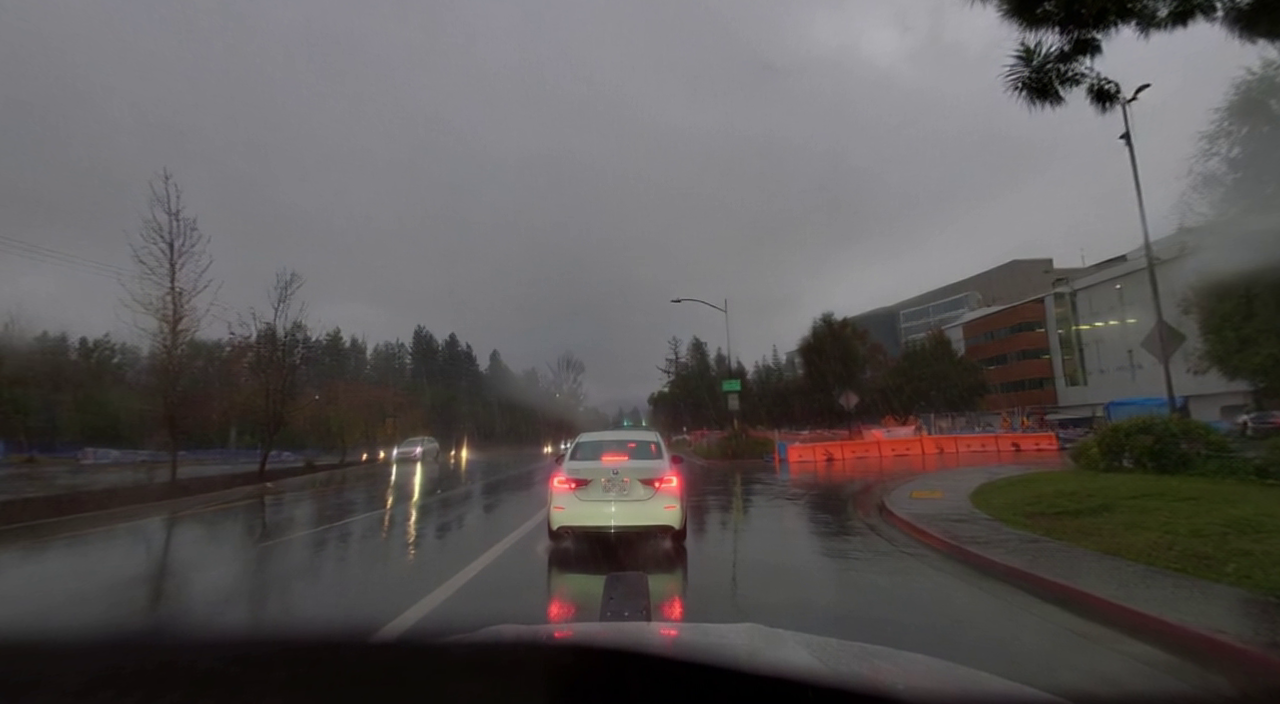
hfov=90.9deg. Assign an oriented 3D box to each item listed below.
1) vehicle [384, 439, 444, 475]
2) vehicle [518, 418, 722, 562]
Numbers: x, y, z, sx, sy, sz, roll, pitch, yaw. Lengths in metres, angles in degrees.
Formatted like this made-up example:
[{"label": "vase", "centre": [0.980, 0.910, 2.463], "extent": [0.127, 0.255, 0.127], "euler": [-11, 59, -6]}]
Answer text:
[{"label": "vehicle", "centre": [-10.262, 4.670, 28.380], "extent": [2.072, 1.465, 4.394], "euler": [4, -9, -25]}, {"label": "vehicle", "centre": [-0.208, 1.741, 8.650], "extent": [2.112, 1.482, 4.076], "euler": [0, -8, 0]}]
